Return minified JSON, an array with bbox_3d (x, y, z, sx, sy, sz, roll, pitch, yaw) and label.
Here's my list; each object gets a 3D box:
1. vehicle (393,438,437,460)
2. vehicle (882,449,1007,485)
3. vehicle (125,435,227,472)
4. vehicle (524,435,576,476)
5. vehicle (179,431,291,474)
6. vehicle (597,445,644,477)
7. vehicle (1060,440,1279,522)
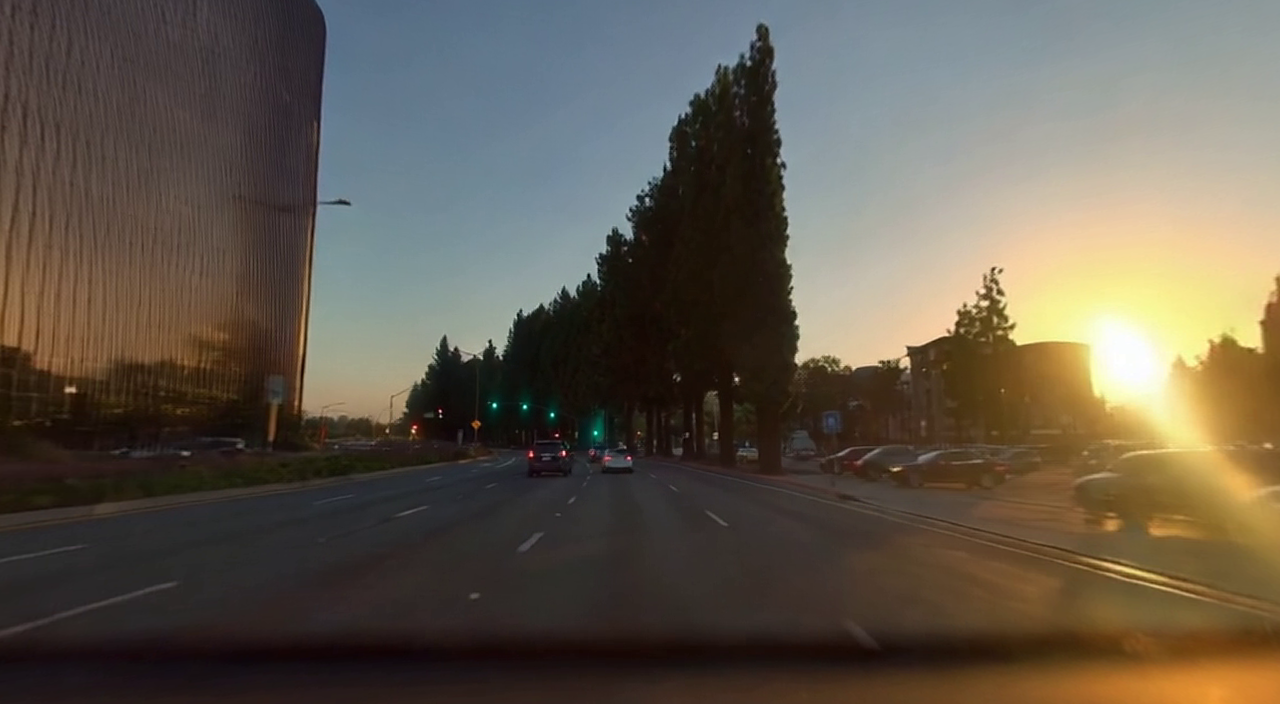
[{"bbox_3d":[-16.977,7.345,47.897,1.856,1.625,4.574,0,-8,-3],"label":"vehicle"},{"bbox_3d":[13.248,5.018,27.705,4.470,1.429,1.878,0,-7,2],"label":"vehicle"},{"bbox_3d":[-22.332,4.887,30.644,1.849,1.657,4.360,0,-8,-4],"label":"vehicle"},{"bbox_3d":[-4.209,4.904,30.159,2.001,1.784,4.483,0,-8,-2],"label":"vehicle"},{"bbox_3d":[-18.472,4.593,29.188,2.087,1.788,4.999,0,-8,-3],"label":"vehicle"},{"bbox_3d":[-0.973,5.148,30.033,2.050,1.385,4.096,0,-8,-3],"label":"vehicle"},{"bbox_3d":[13.310,3.204,15.976,3.965,1.702,1.817,-3,-7,1],"label":"vehicle"}]
